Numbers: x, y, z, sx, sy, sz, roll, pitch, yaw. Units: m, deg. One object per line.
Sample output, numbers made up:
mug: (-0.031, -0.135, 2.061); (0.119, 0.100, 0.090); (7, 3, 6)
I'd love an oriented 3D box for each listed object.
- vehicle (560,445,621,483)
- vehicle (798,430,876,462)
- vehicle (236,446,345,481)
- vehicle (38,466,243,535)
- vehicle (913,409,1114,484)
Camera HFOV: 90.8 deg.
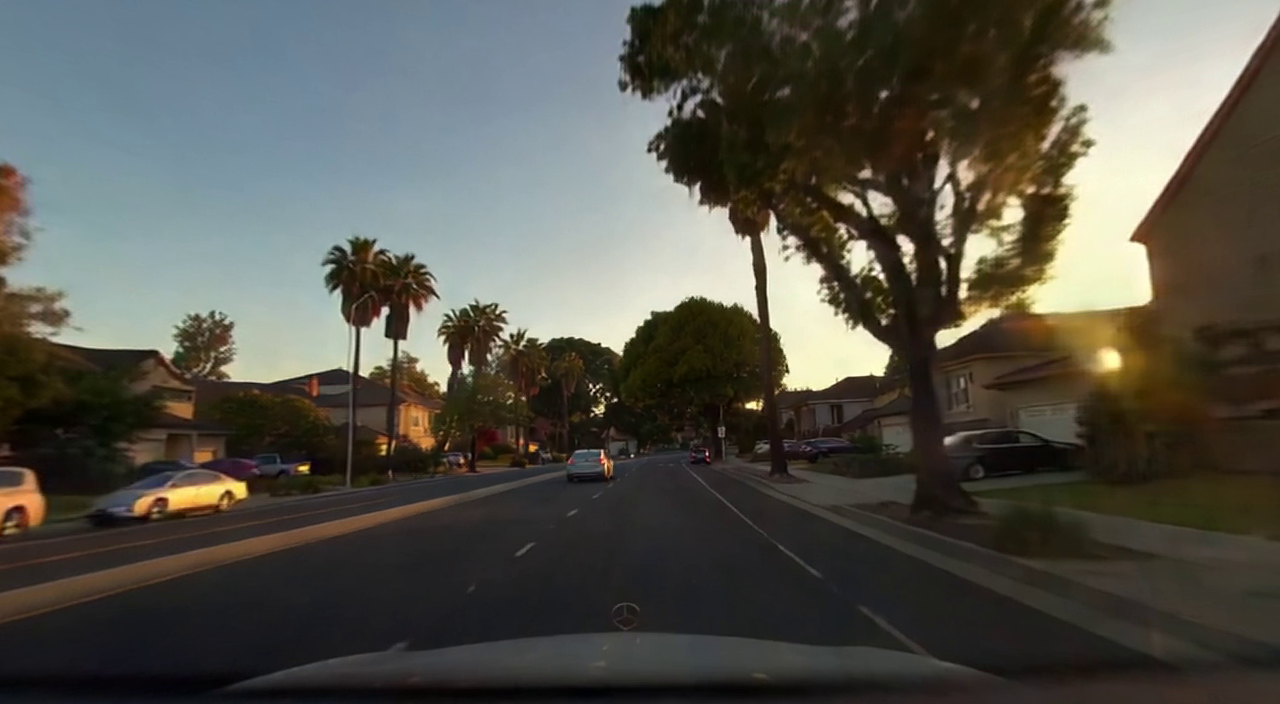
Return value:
vehicle: (-2.017, 4.715, 26.884); (2.035, 1.474, 4.284); (0, -9, 3)
vehicle: (12.368, 5.922, 39.709); (4.531, 1.864, 2.037); (5, -10, -29)
vehicle: (-20.188, 6.468, 36.713); (4.942, 1.932, 2.247); (0, -9, -2)
vehicle: (-13.535, 4.009, 17.591); (1.995, 1.482, 4.448); (-4, -10, 2)
vehicle: (10.959, 2.843, 18.871); (4.549, 1.672, 2.008); (-6, -10, 2)
